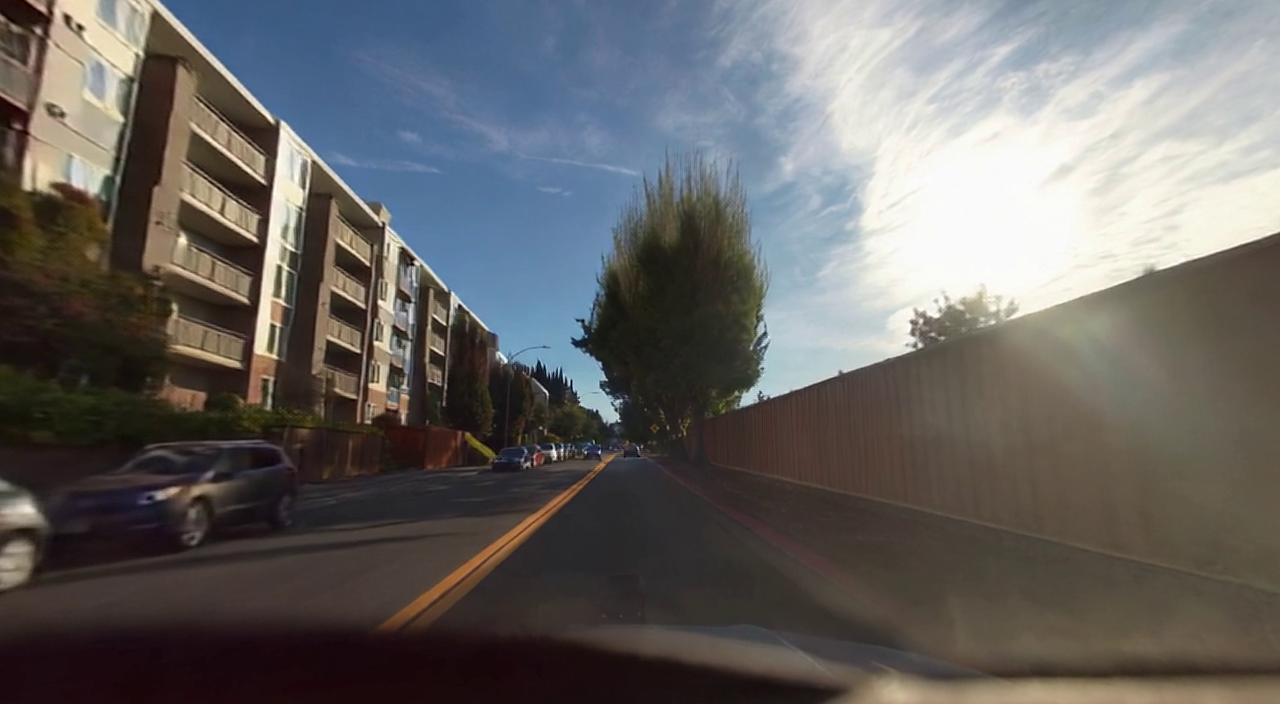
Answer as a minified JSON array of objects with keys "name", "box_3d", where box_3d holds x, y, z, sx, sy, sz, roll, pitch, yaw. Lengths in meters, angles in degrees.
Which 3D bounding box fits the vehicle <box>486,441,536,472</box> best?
[{"name":"vehicle","box_3d":[-7.376,6.023,36.561,1.913,1.560,4.513,2,-9,0]}]

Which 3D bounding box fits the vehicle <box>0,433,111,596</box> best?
[{"name":"vehicle","box_3d":[-6.817,1.344,4.818,1.773,1.466,4.407,3,-8,-1]}]

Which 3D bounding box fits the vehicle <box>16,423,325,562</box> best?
[{"name":"vehicle","box_3d":[-6.871,2.034,9.908,1.878,1.658,3.827,2,-8,-1]}]
